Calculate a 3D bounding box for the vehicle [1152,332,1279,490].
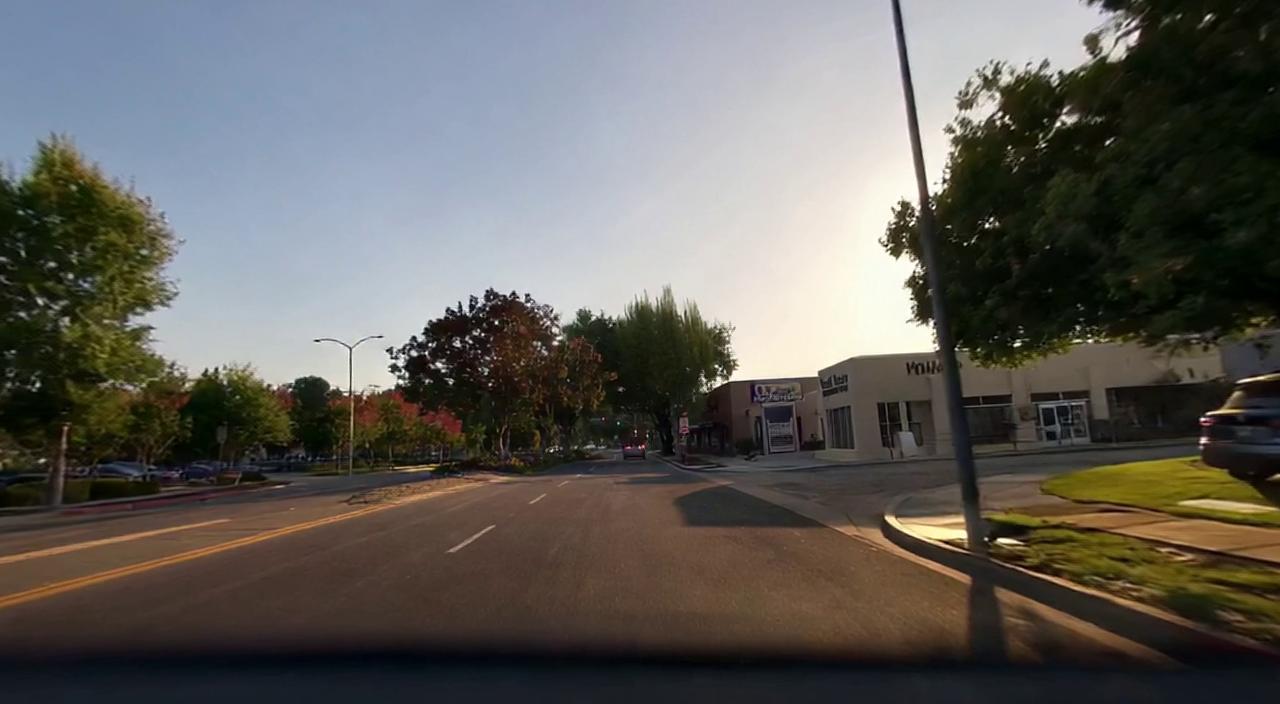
[{"bbox_3d":[10.577,0.867,8.696,5.683,1.930,2.232,2,-9,-13],"label":"vehicle"}]
